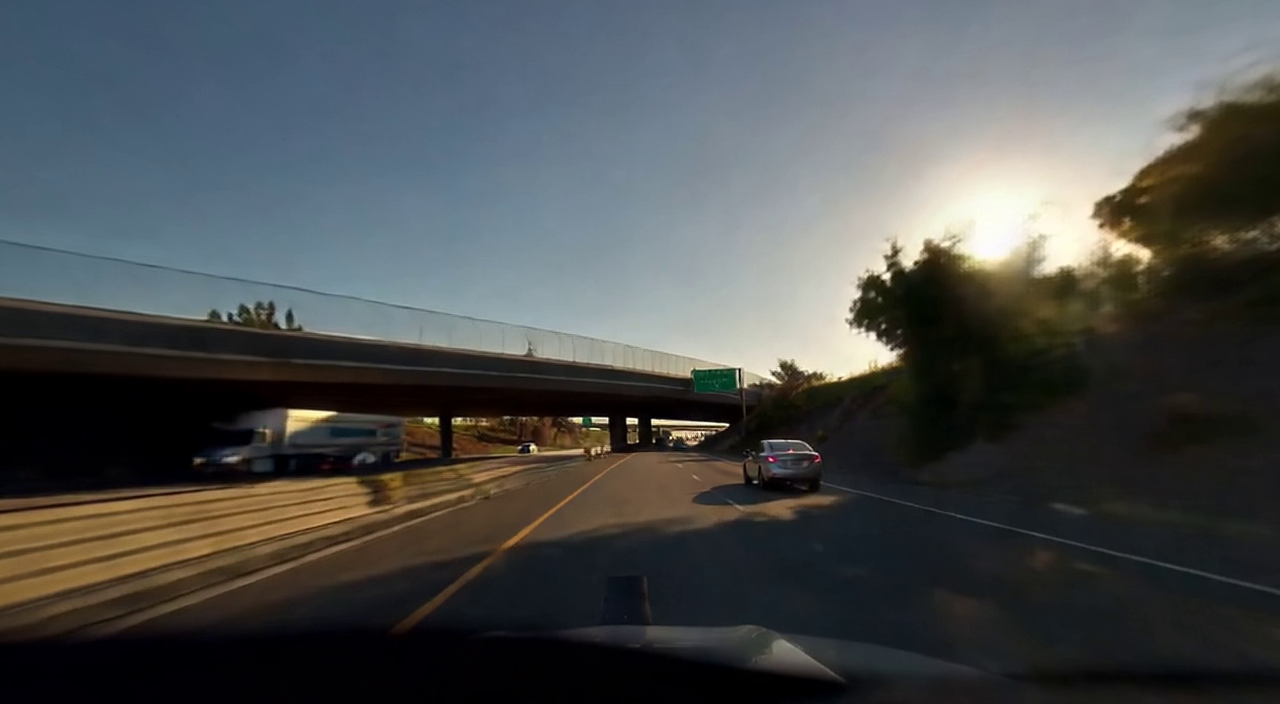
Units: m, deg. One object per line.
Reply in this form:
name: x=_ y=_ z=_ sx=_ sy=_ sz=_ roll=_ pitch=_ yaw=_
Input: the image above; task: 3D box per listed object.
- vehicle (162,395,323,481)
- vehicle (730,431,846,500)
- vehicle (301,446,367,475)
vehicle: x=-22.271 y=4.986 z=36.273 sx=3.053 sy=4.238 sz=9.169 roll=-1 pitch=-8 yaw=1
vehicle: x=3.627 y=2.871 z=16.306 sx=1.997 sy=1.515 sz=4.025 roll=0 pitch=-8 yaw=0
vehicle: x=-18.038 y=6.400 z=37.363 sx=1.930 sy=1.571 sz=3.868 roll=-1 pitch=-8 yaw=1
